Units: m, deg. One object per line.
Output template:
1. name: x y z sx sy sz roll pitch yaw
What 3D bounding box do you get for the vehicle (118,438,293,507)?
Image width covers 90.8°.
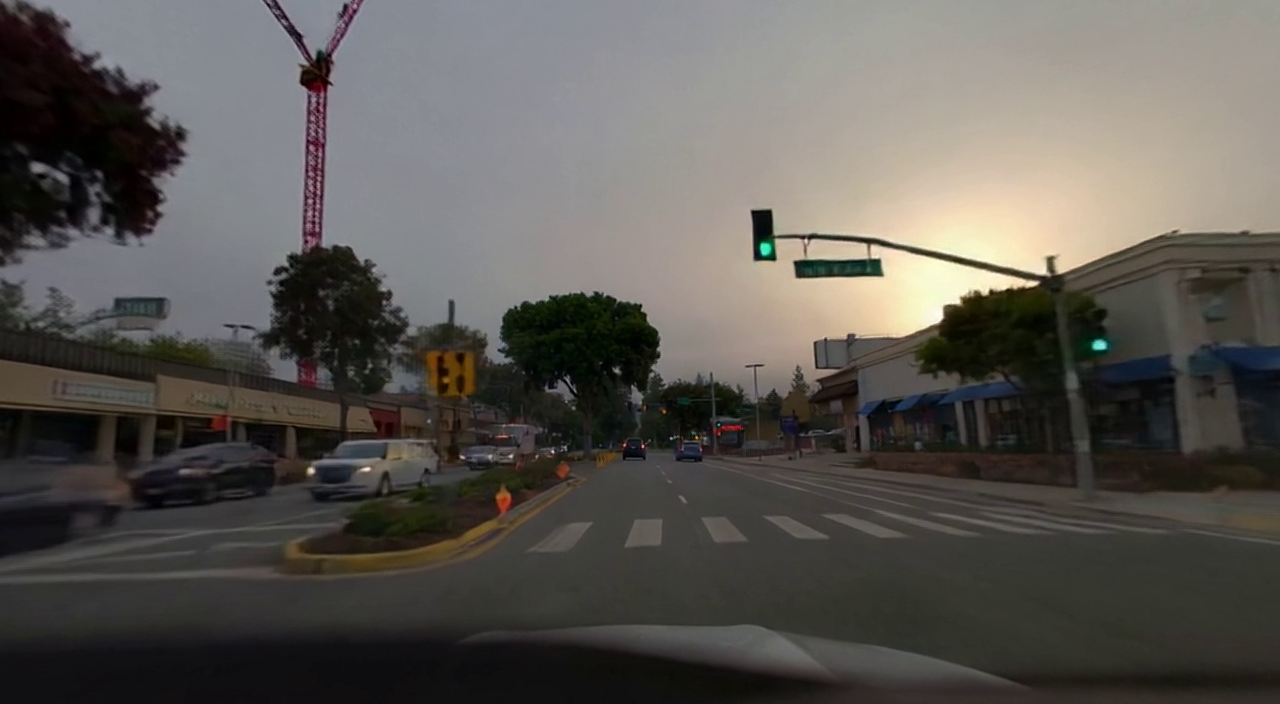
1. vehicle: -12.697 3.504 18.938 1.936 1.769 4.620 0 -8 0

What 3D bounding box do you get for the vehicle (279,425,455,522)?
1. vehicle: -5.763 2.587 14.086 1.983 1.715 4.466 -2 -8 0

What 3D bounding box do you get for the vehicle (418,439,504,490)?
1. vehicle: -5.883 3.730 21.296 1.901 1.498 4.359 0 -9 -4

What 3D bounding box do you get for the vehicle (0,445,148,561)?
1. vehicle: -8.995 1.901 7.966 1.947 1.434 4.557 0 -8 -1
